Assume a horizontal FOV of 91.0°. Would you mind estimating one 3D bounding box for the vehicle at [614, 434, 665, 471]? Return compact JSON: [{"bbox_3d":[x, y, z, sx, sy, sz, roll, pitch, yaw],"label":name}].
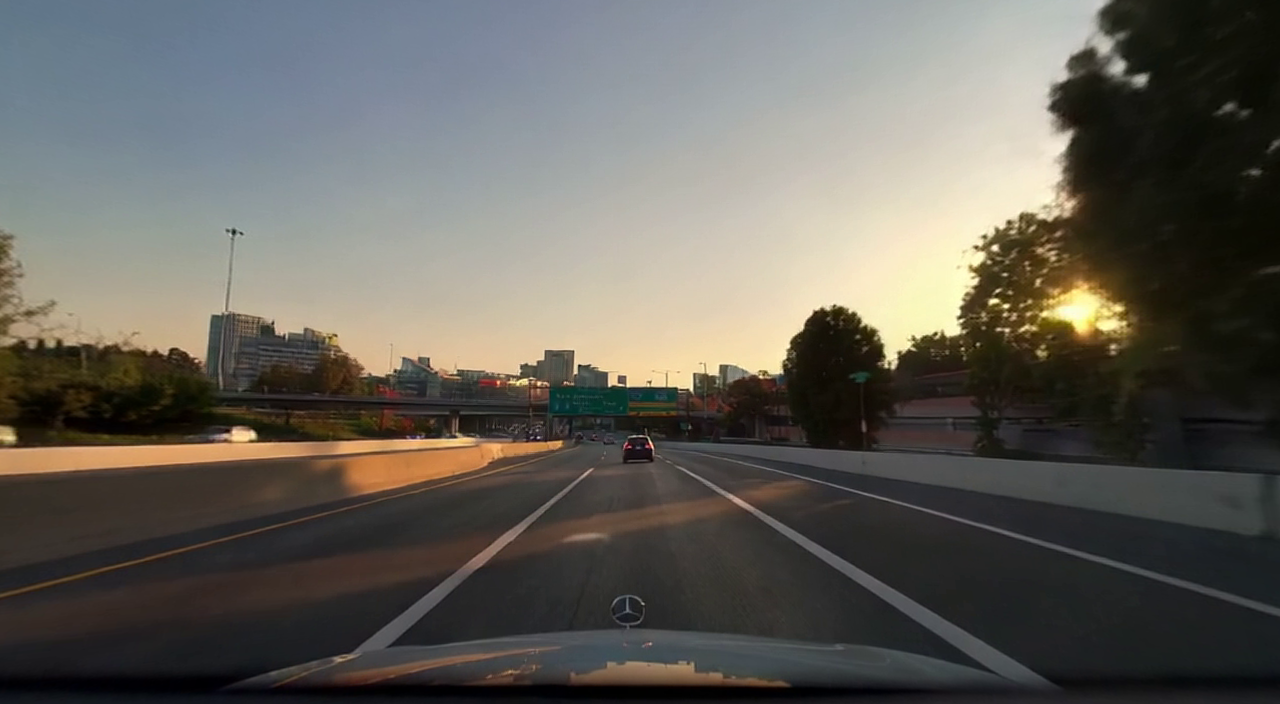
[{"bbox_3d":[-0.042,4.510,28.361,2.130,1.512,4.057,1,-8,0],"label":"vehicle"}]
